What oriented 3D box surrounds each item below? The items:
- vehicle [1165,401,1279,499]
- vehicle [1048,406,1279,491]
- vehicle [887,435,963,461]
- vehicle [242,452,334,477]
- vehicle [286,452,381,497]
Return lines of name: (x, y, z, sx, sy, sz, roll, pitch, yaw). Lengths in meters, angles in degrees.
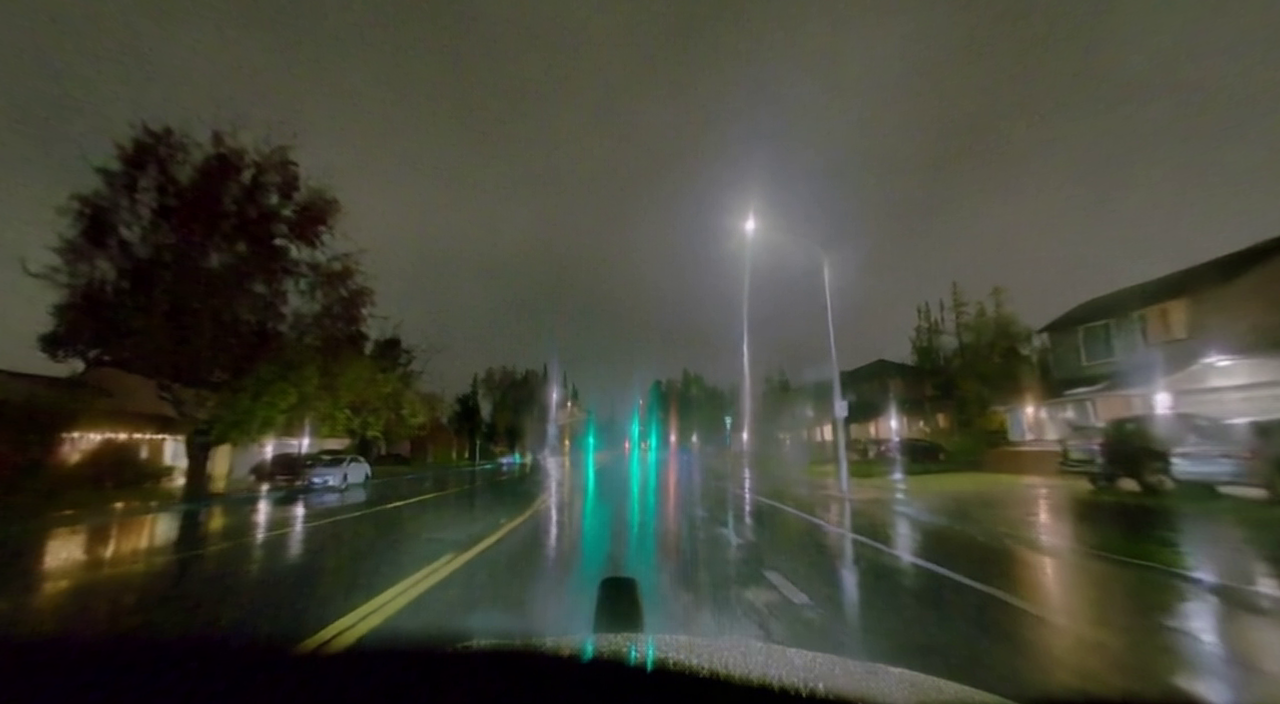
vehicle: (13.682, 1.923, 12.584, 4.629, 1.770, 1.959, 0, -8, -1)
vehicle: (13.147, 2.378, 15.665, 4.594, 1.921, 2.021, 0, -8, -2)
vehicle: (18.086, 6.089, 40.228, 3.858, 1.583, 1.931, 0, -8, -1)
vehicle: (-21.583, 6.902, 38.911, 4.491, 1.467, 1.861, 0, -8, -4)
vehicle: (-12.898, 5.151, 26.925, 1.936, 1.504, 4.456, -2, -7, -1)
